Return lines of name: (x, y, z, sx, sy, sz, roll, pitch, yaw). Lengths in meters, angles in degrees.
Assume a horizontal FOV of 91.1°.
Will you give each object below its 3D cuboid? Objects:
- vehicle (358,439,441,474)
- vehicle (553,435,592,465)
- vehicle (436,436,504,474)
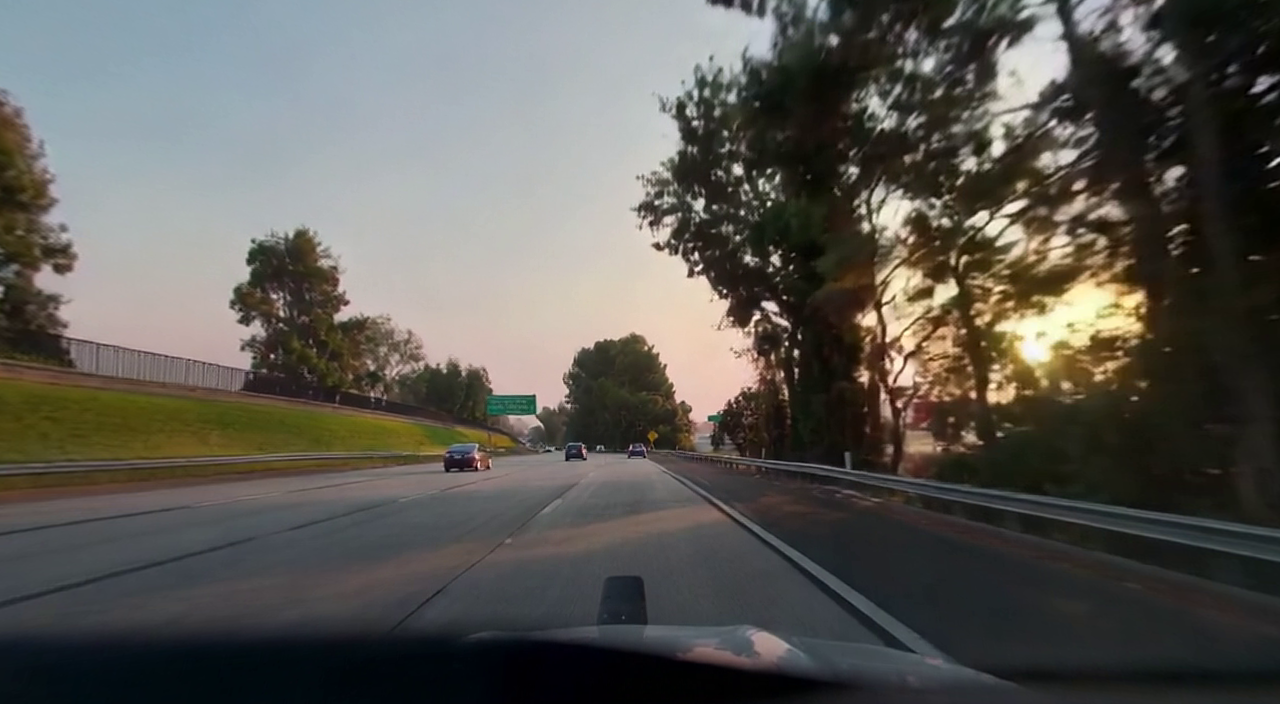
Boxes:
vehicle: (-11.487, 5.003, 30.415, 2.100, 1.537, 5.092, 1, -8, -1)
vehicle: (-4.363, 6.456, 41.359, 2.138, 1.833, 4.622, 1, -8, -1)
vehicle: (-7.939, 4.849, 29.772, 2.015, 1.651, 4.432, 1, -8, -1)
